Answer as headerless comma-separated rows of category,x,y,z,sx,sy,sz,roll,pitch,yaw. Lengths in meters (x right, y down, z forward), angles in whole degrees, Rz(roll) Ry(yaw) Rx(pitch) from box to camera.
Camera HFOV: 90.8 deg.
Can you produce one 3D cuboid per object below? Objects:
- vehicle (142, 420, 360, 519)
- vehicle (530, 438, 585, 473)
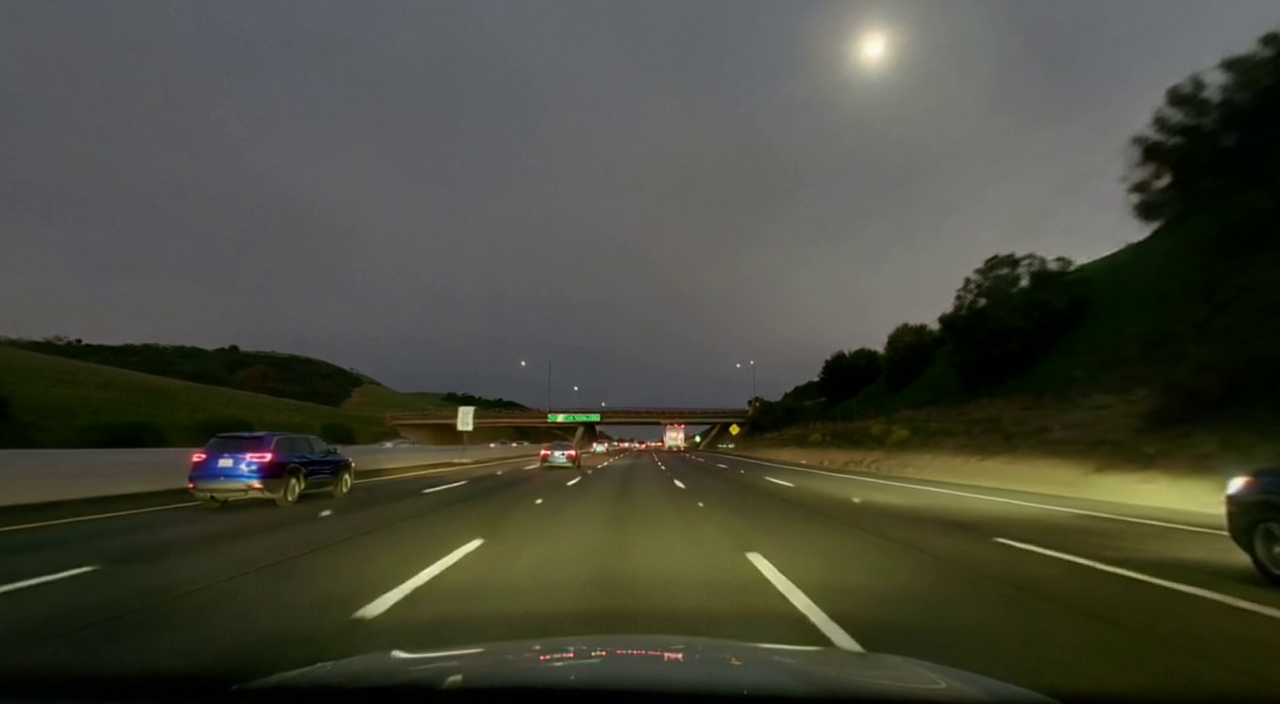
vehicle,-7.681,2.340,13.081,1.860,1.694,4.173,0,-8,-1
vehicle,-3.725,4.749,29.167,1.925,1.509,4.363,0,-8,0
